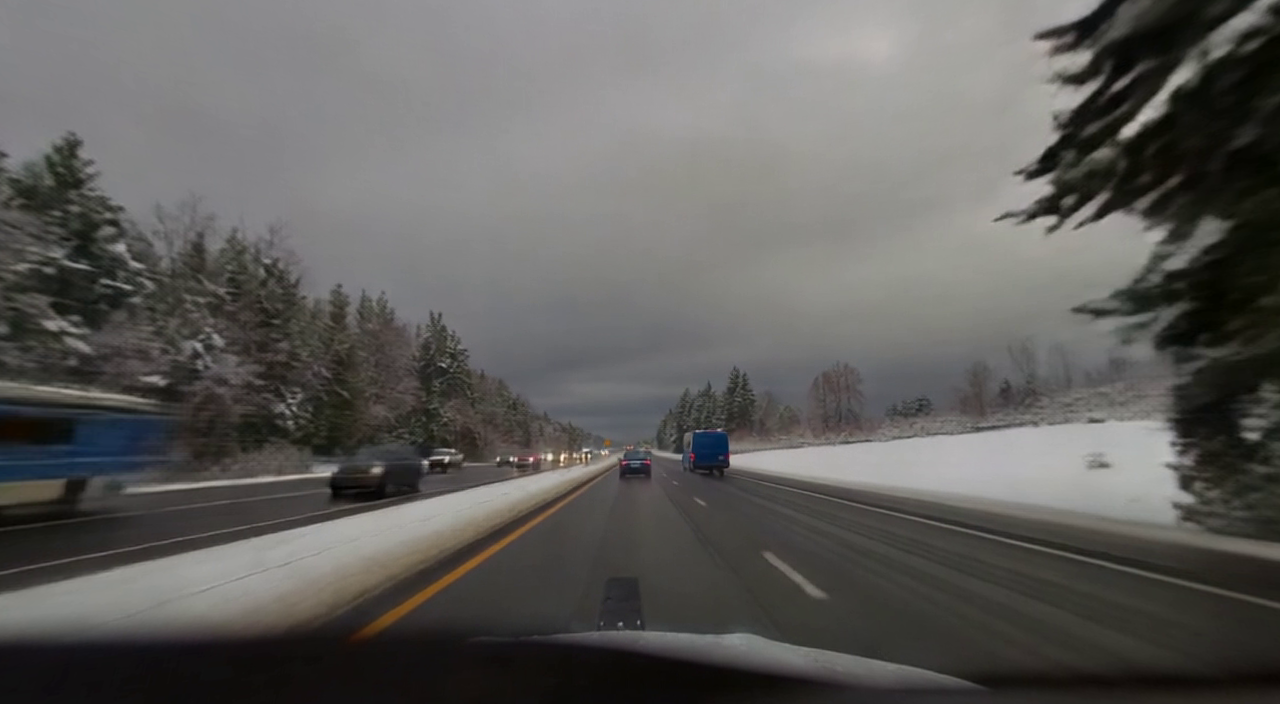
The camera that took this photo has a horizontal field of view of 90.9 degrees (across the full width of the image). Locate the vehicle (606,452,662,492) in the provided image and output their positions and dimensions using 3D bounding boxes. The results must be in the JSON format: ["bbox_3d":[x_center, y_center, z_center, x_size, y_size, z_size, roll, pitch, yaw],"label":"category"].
[{"bbox_3d":[-0.241,4.743,25.205,2.037,1.417,3.885,0,-9,0],"label":"vehicle"}]

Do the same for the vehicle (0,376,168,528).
[{"bbox_3d":[-12.210,1.805,11.270,2.661,2.552,6.070,-1,-9,1],"label":"vehicle"}]

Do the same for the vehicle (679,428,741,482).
[{"bbox_3d":[3.705,5.668,34.740,2.513,2.633,5.930,0,-9,-2],"label":"vehicle"}]

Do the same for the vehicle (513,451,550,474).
[{"bbox_3d":[-7.494,7.673,43.926,1.833,1.444,4.120,-1,-9,1],"label":"vehicle"}]

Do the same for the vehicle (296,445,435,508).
[{"bbox_3d":[-7.348,3.355,17.431,1.926,1.492,4.272,-1,-9,0],"label":"vehicle"}]
